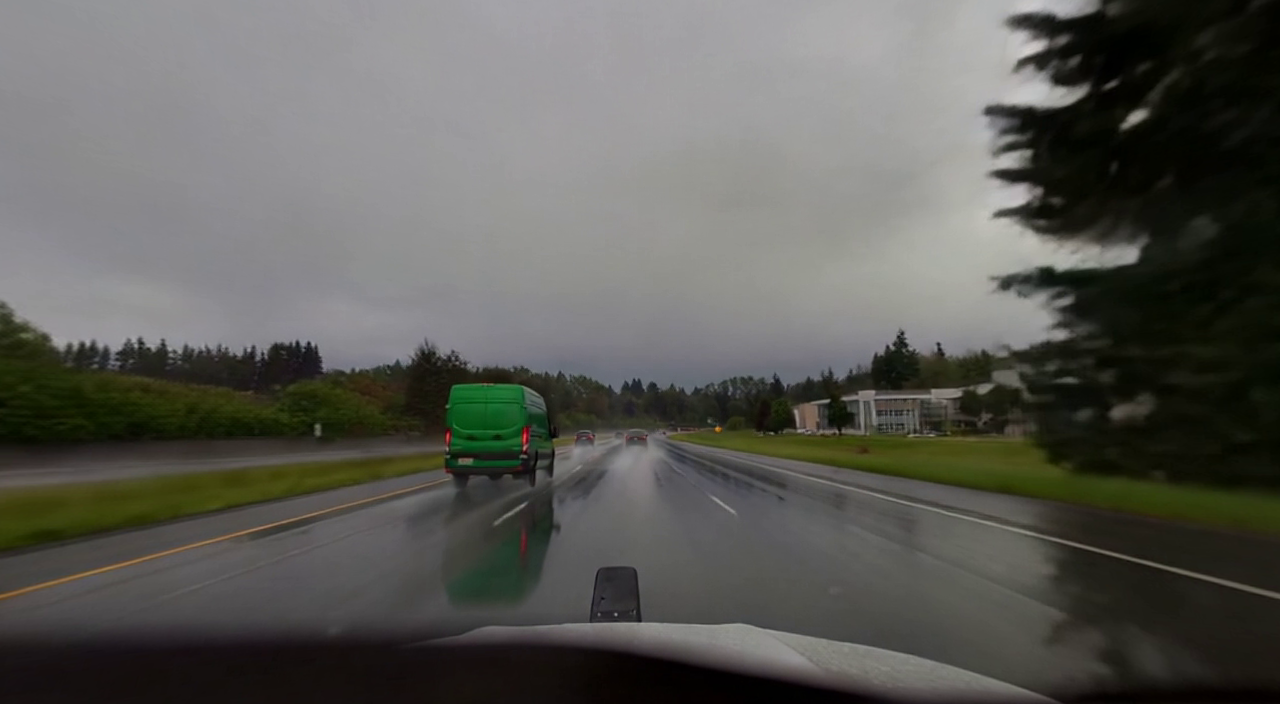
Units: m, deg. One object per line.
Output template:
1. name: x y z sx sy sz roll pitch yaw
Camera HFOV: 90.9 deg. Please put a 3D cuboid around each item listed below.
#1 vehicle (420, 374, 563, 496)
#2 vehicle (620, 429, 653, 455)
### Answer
1. vehicle: -3.493 2.134 16.267 2.424 2.577 5.828 0 -8 -2
2. vehicle: -0.250 6.000 42.118 2.104 1.646 4.176 0 -8 -1
